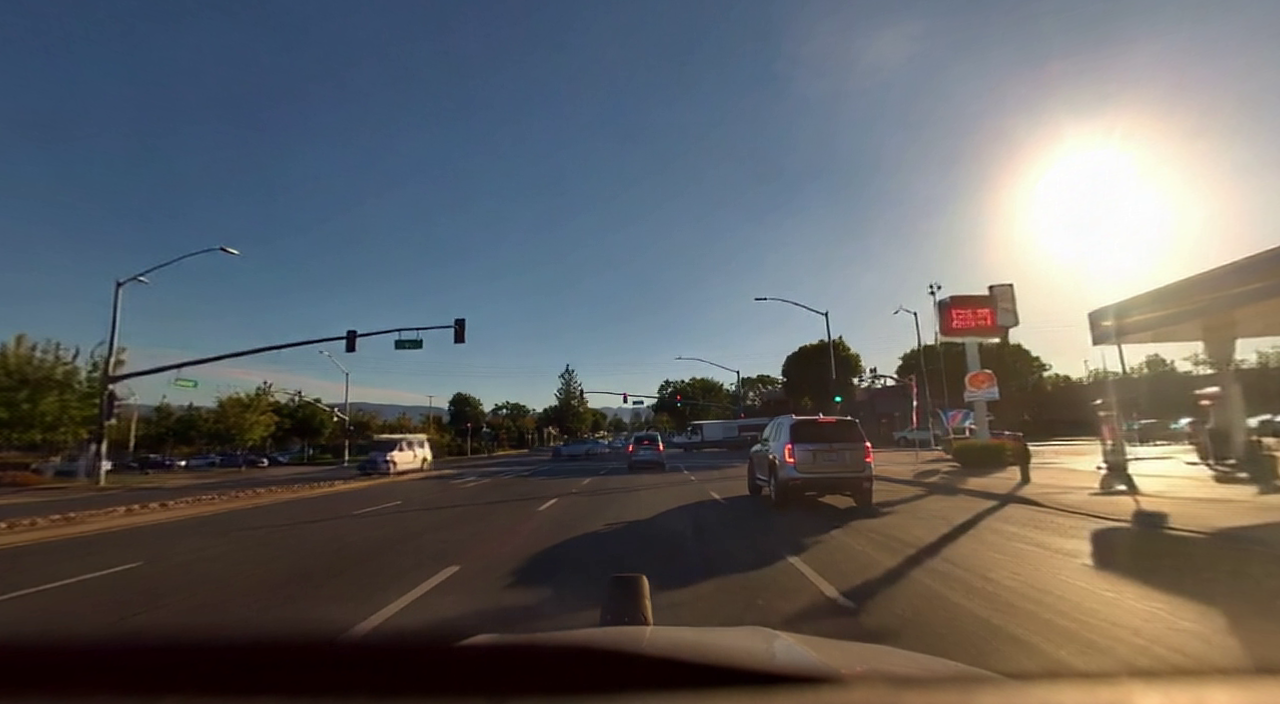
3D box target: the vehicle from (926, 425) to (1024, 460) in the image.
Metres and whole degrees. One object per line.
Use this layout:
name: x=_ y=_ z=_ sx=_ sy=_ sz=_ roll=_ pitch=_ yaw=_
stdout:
vehicle: x=16.933 y=4.596 z=31.995 sx=3.848 sy=1.674 sz=1.887 roll=0 pitch=-9 yaw=2

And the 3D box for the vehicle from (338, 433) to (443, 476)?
vehicle: x=-12.472 y=5.164 z=32.005 sx=2.191 sy=1.984 sz=5.431 roll=-2 pitch=-9 yaw=13

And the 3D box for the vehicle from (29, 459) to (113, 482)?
vehicle: x=-44.067 y=9.182 z=48.873 sx=4.574 sy=1.666 sz=1.865 roll=0 pitch=-8 yaw=-3

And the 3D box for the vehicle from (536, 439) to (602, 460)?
vehicle: x=-5.382 y=7.476 z=48.364 sx=4.788 sy=1.485 sz=1.835 roll=7 pitch=-11 yaw=-39

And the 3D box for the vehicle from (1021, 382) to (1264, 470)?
vehicle: x=16.241 y=2.462 z=20.661 sx=5.790 sy=2.675 sz=2.554 roll=1 pitch=-9 yaw=-4

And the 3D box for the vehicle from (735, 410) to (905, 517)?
vehicle: x=3.344 y=2.185 z=12.778 sx=2.083 sy=1.779 sz=4.347 roll=0 pitch=-8 yaw=-1

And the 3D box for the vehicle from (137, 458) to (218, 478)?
vehicle: x=-35.639 y=8.916 z=48.609 sx=4.753 sy=1.478 sz=1.846 roll=0 pitch=-8 yaw=0

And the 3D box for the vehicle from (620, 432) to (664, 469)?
vehicle: x=0.136 y=4.937 z=31.753 sx=2.067 sy=1.702 sz=3.987 roll=0 pitch=-8 yaw=1
